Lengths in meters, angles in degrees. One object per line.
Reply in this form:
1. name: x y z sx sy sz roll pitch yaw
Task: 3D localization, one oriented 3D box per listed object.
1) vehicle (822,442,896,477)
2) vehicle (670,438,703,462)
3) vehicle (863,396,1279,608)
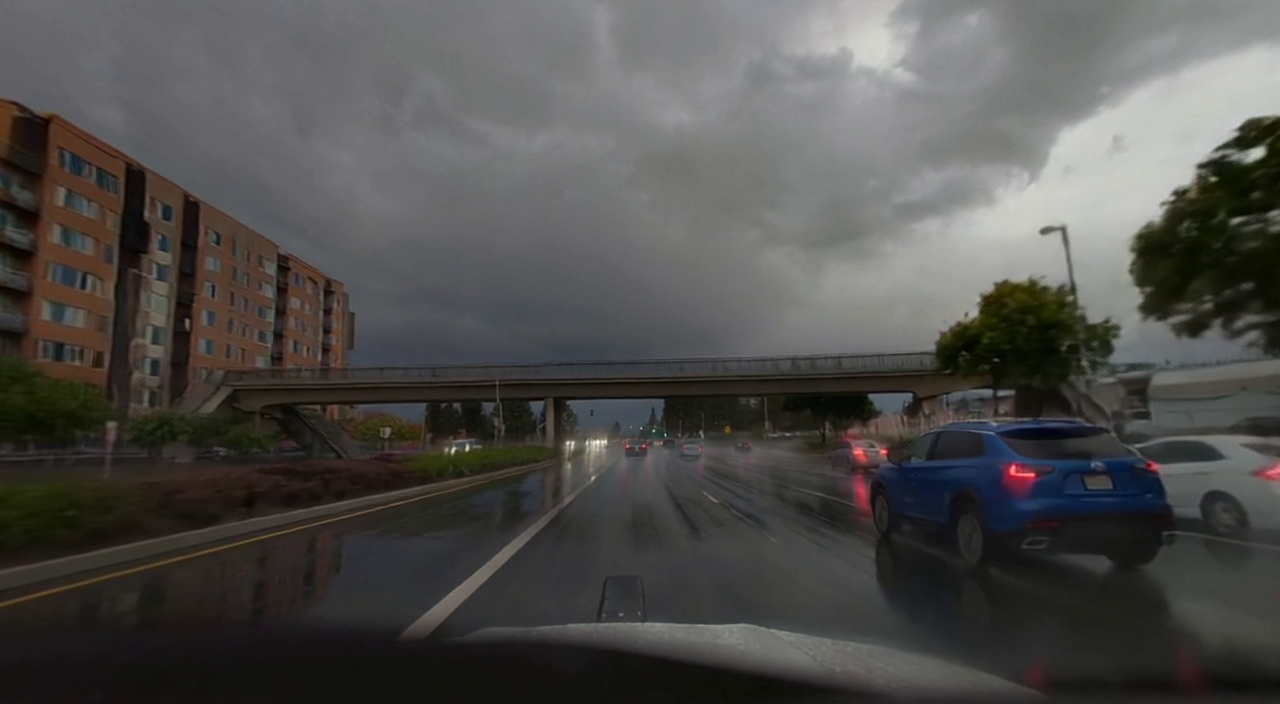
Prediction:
1. vehicle: 10.034 4.928 29.309 1.888 1.468 4.175 0 -8 -1
2. vehicle: 3.427 7.338 47.354 2.165 1.708 3.928 0 -8 0
3. vehicle: 4.609 1.582 7.625 2.130 1.741 4.665 0 -8 0
